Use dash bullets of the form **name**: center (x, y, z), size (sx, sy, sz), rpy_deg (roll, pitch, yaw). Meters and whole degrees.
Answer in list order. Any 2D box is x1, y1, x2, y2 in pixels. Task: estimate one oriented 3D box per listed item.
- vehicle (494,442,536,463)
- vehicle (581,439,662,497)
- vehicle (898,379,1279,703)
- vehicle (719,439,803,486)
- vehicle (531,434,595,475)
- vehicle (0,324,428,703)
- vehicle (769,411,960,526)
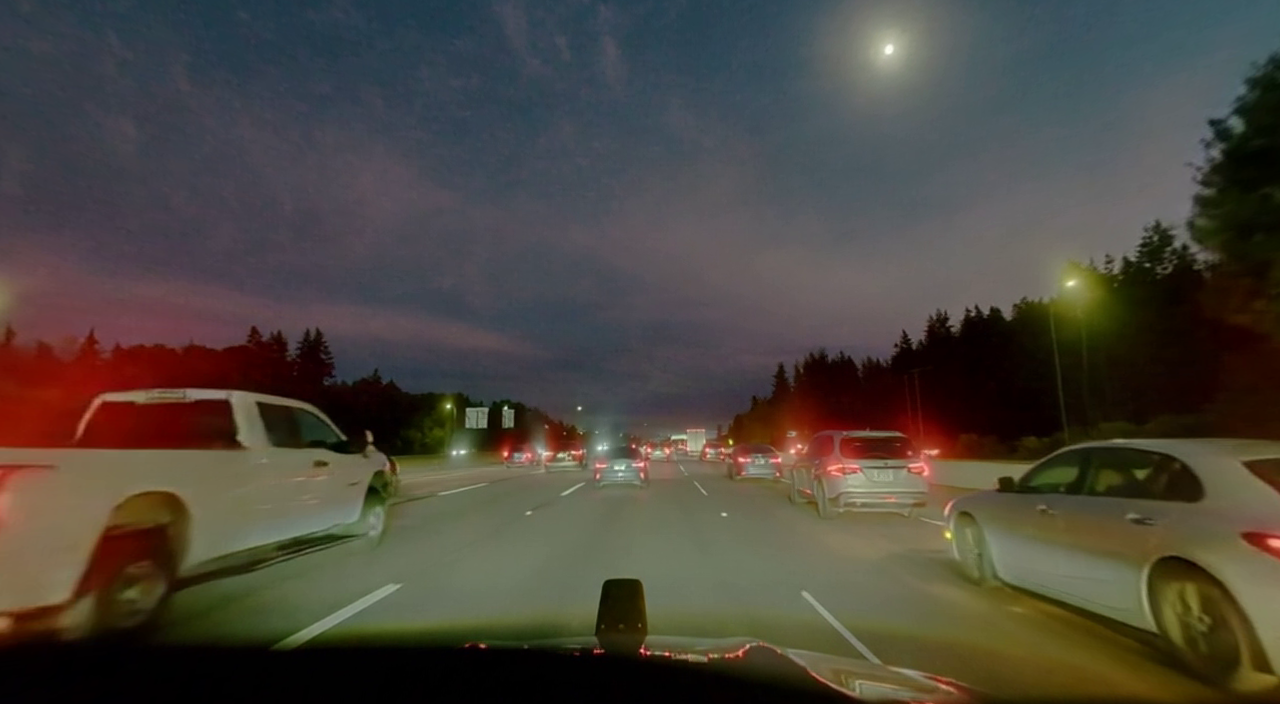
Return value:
- **vehicle**: center (-9.387, 7.596, 47.740), size (1.907, 1.508, 4.608), rpy_deg (-1, -8, 5)
- **vehicle**: center (-0.409, 3.288, 18.247), size (2.070, 1.456, 4.029), rpy_deg (0, -8, 2)
- **vehicle**: center (3.710, 1.146, 4.304), size (1.984, 1.567, 4.475), rpy_deg (0, -8, 0)
- **vehicle**: center (4.160, 3.874, 22.569), size (1.907, 1.474, 4.840), rpy_deg (0, -8, -2)
- **vehicle**: center (-3.594, 4.936, 30.636), size (2.110, 1.811, 5.585), rpy_deg (-1, -8, 3)
- **vehicle**: center (-4.123, 1.202, 5.440), size (2.395, 1.892, 5.995), rpy_deg (0, -8, 1)
- **vehicle**: center (3.963, 2.151, 12.134), size (1.999, 1.777, 4.578), rpy_deg (0, -8, 1)
